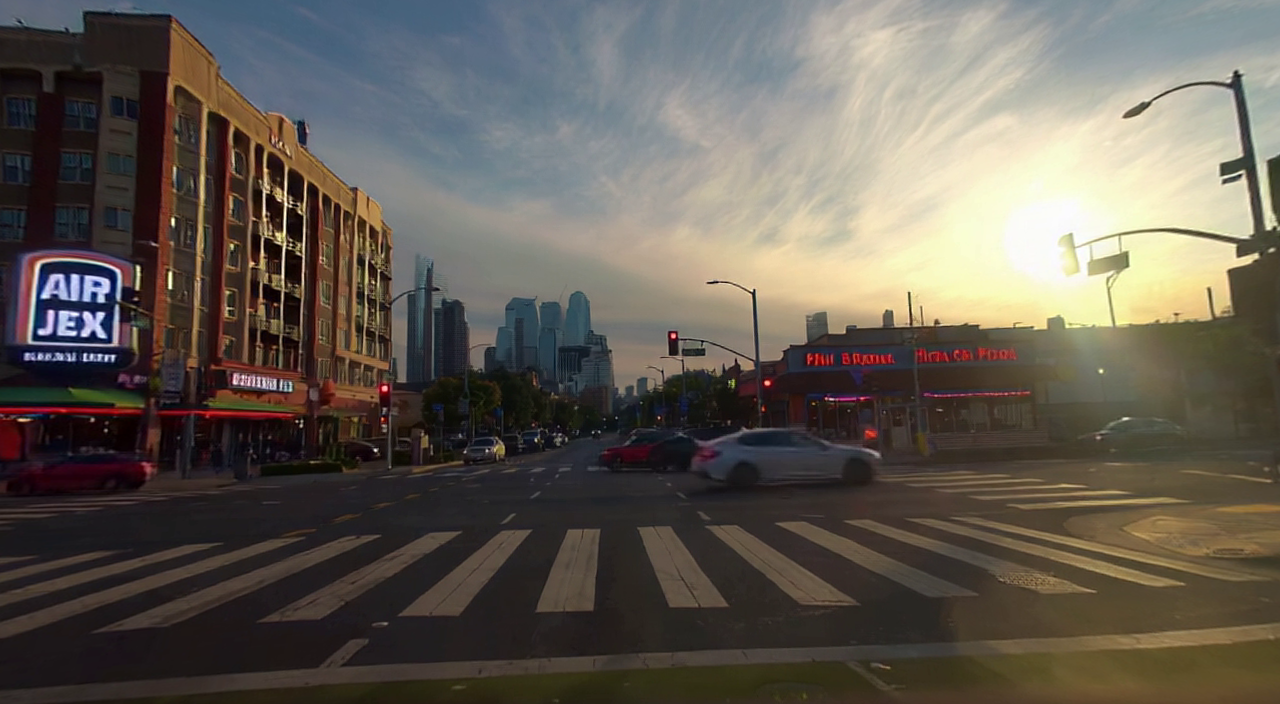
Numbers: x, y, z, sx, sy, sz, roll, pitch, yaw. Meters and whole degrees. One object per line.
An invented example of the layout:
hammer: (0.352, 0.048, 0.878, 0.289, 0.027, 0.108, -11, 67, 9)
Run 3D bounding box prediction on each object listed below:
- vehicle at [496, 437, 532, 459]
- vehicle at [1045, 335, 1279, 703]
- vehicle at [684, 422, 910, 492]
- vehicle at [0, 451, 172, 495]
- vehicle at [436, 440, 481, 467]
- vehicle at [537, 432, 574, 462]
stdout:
vehicle: (-8.632, 6.636, 43.573, 1.906, 1.402, 4.904, 0, -8, -5)
vehicle: (2.964, 0.610, 0.865, 1.866, 1.654, 4.354, 0, -8, 0)
vehicle: (3.592, 2.439, 14.873, 4.758, 1.480, 1.849, 1, -8, -10)
vehicle: (-19.979, 4.343, 22.898, 4.461, 1.443, 1.715, 1, -9, -10)
vehicle: (-10.894, 6.101, 38.211, 1.885, 1.545, 4.124, 1, -8, -6)
vehicle: (-5.102, 5.809, 38.631, 1.976, 1.683, 4.117, 0, -8, -4)
